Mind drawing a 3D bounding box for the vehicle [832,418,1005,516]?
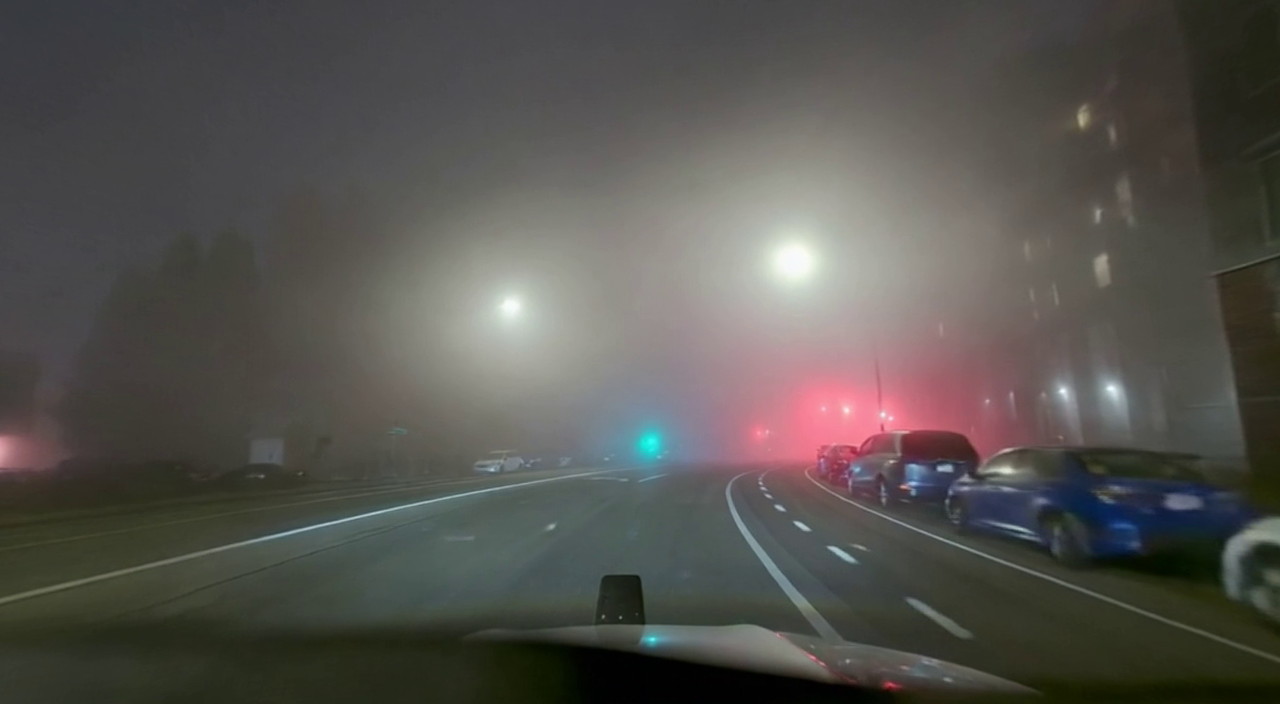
[{"bbox_3d":[5.993,2.536,14.456,2.041,1.811,5.168,-1,-9,6],"label":"vehicle"}]

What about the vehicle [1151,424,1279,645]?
[{"bbox_3d":[5.381,1.044,2.907,2.077,1.502,4.902,0,-8,2],"label":"vehicle"}]

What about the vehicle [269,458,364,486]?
[{"bbox_3d":[-17.769,6.579,34.781,4.178,1.407,2.012,-1,-9,9],"label":"vehicle"}]

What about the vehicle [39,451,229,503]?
[{"bbox_3d":[-20.749,5.099,26.077,6.006,1.964,2.474,-1,-9,7],"label":"vehicle"}]

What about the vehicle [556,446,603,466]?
[{"bbox_3d":[-4.624,8.070,49.146,1.811,1.459,4.702,-3,-9,19],"label":"vehicle"}]

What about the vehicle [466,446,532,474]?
[{"bbox_3d":[-8.200,6.303,37.216,1.882,1.508,4.476,-2,-9,14],"label":"vehicle"}]

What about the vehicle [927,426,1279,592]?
[{"bbox_3d":[5.683,1.831,8.359,1.879,1.542,4.693,-1,-9,4],"label":"vehicle"}]

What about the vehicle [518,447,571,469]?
[{"bbox_3d":[-6.508,7.279,43.558,1.841,1.444,4.554,-3,-9,17],"label":"vehicle"}]
